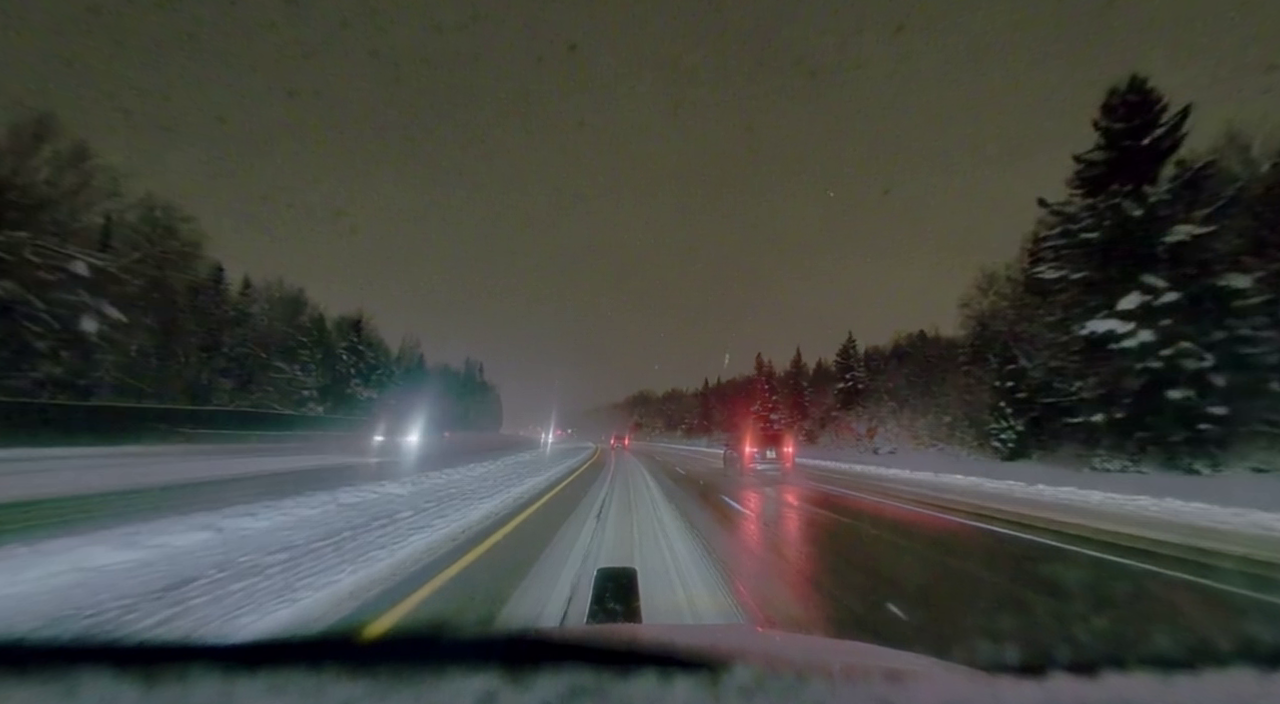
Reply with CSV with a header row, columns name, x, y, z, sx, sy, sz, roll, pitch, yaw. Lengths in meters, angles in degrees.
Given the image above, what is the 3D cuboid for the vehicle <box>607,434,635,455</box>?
name,x,y,z,sx,sy,sz,roll,pitch,yaw
vehicle,-1.464,6.954,47.364,1.998,1.512,3.735,1,-8,-3

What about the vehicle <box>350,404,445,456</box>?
name,x,y,z,sx,sy,sz,roll,pitch,yaw
vehicle,-9.442,3.115,24.945,2.004,1.828,4.709,1,-8,-2

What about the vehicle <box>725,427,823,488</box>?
name,x,y,z,sx,sy,sz,roll,pitch,yaw
vehicle,3.598,2.882,17.562,1.852,1.513,3.652,1,-8,-2
